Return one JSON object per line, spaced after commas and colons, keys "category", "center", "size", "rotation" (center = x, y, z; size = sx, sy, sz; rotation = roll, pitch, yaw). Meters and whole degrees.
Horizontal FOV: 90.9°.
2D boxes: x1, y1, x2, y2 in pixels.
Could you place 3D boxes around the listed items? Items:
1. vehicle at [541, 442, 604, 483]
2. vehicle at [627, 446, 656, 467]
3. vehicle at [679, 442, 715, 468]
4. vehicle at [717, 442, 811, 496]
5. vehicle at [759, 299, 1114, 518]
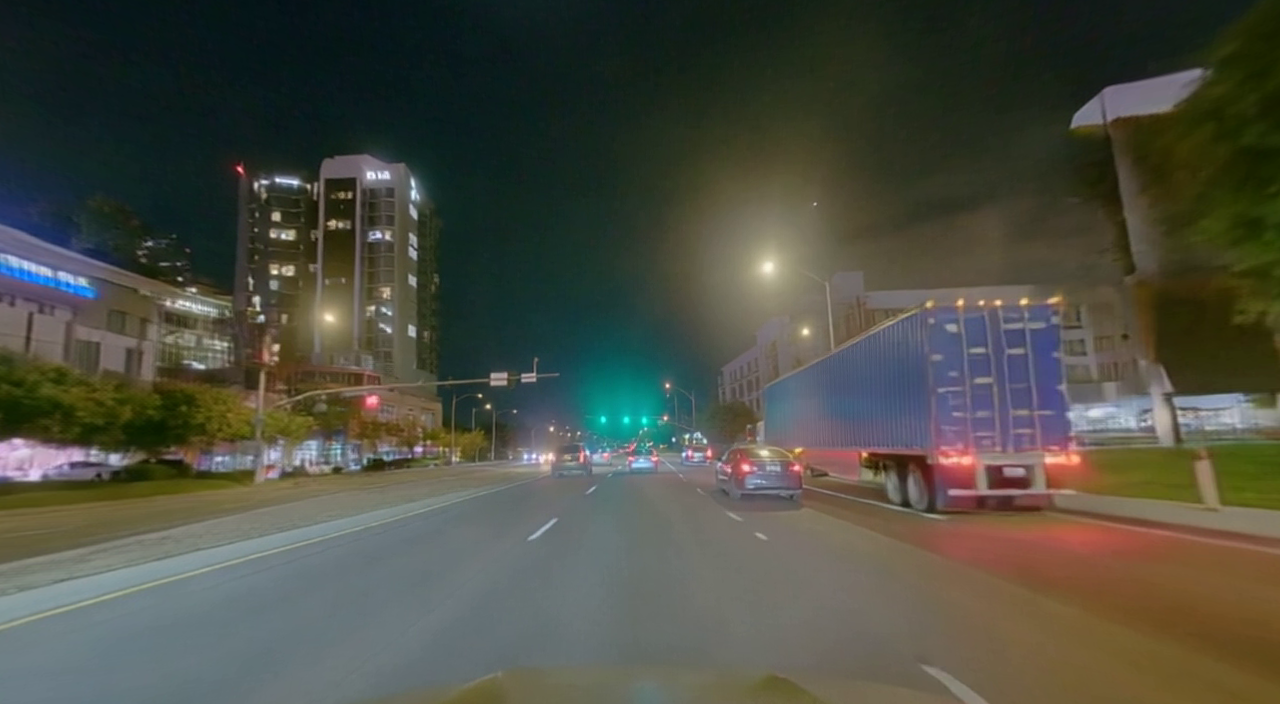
{"category": "vehicle", "center": [-2.647, 4.497, 25.916], "size": [2.003, 1.509, 4.396], "rotation": [0, -8, 1]}
{"category": "vehicle", "center": [0.094, 7.542, 45.605], "size": [2.020, 1.461, 4.326], "rotation": [0, -8, 0]}
{"category": "vehicle", "center": [3.809, 6.923, 42.491], "size": [2.050, 1.683, 3.990], "rotation": [0, -9, 0]}
{"category": "vehicle", "center": [3.661, 3.518, 19.350], "size": [1.972, 1.452, 4.189], "rotation": [0, -8, -1]}
{"category": "vehicle", "center": [7.352, 2.361, 20.980], "size": [3.383, 4.268, 17.469], "rotation": [0, -9, 0]}
